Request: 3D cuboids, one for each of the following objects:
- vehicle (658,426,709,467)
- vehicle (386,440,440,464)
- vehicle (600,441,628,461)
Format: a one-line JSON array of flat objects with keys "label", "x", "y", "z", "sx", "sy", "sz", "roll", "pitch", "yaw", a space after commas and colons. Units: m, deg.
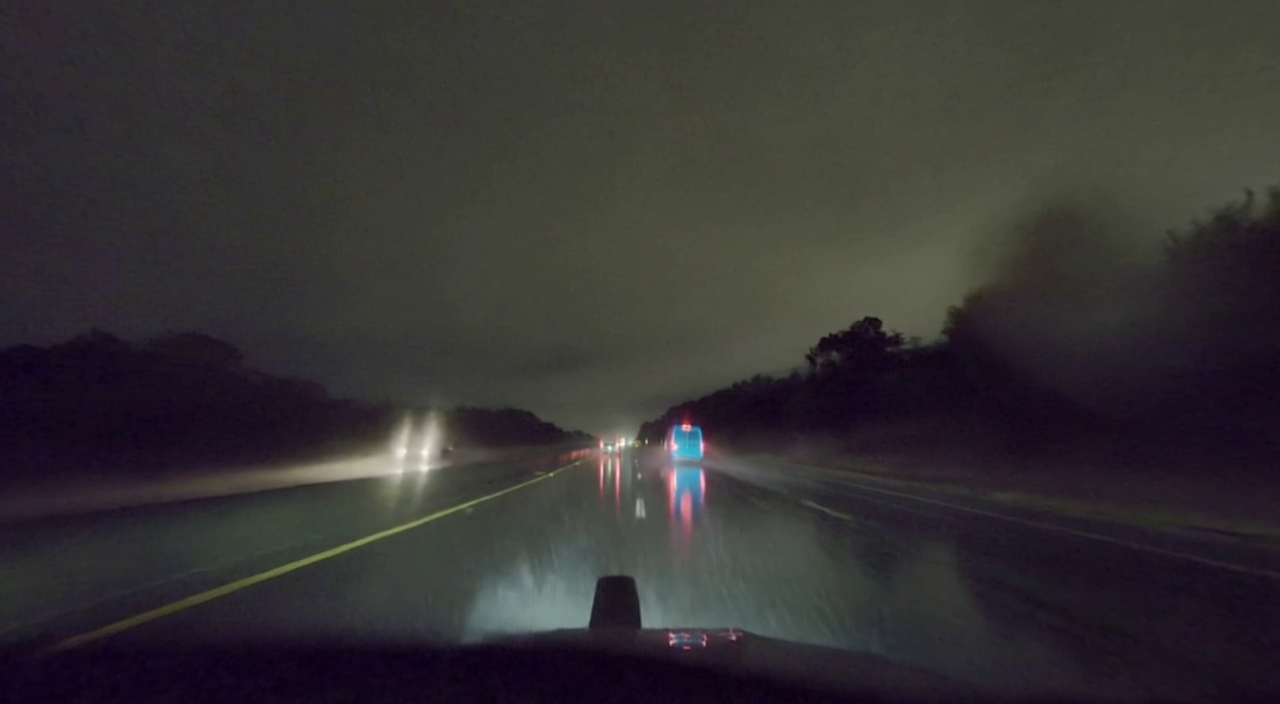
[{"label": "vehicle", "x": 2.284, "y": 5.104, "z": 34.219, "sx": 2.269, "sy": 2.048, "sz": 4.679, "roll": 0, "pitch": -8, "yaw": -2}, {"label": "vehicle", "x": -14.850, "y": 6.533, "z": 41.444, "sx": 1.972, "sy": 1.472, "sz": 4.536, "roll": -1, "pitch": -8, "yaw": -1}, {"label": "vehicle", "x": -2.007, "y": 7.718, "z": 49.165, "sx": 2.005, "sy": 1.466, "sz": 3.739, "roll": -1, "pitch": -8, "yaw": -1}]
